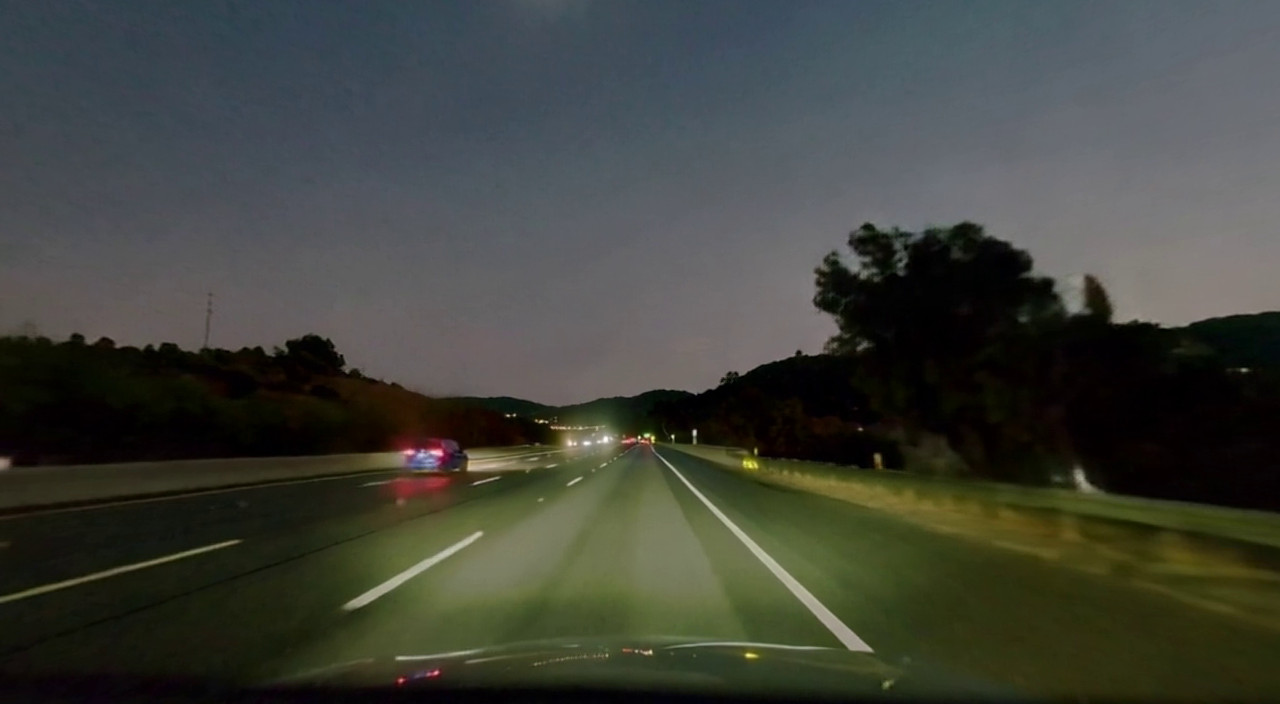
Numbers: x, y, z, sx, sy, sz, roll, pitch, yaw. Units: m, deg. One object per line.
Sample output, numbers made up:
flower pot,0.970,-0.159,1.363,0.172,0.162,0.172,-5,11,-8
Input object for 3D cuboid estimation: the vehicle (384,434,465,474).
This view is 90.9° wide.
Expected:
vehicle,-10.495,5.008,31.218,2.152,1.753,4.972,0,-8,2
